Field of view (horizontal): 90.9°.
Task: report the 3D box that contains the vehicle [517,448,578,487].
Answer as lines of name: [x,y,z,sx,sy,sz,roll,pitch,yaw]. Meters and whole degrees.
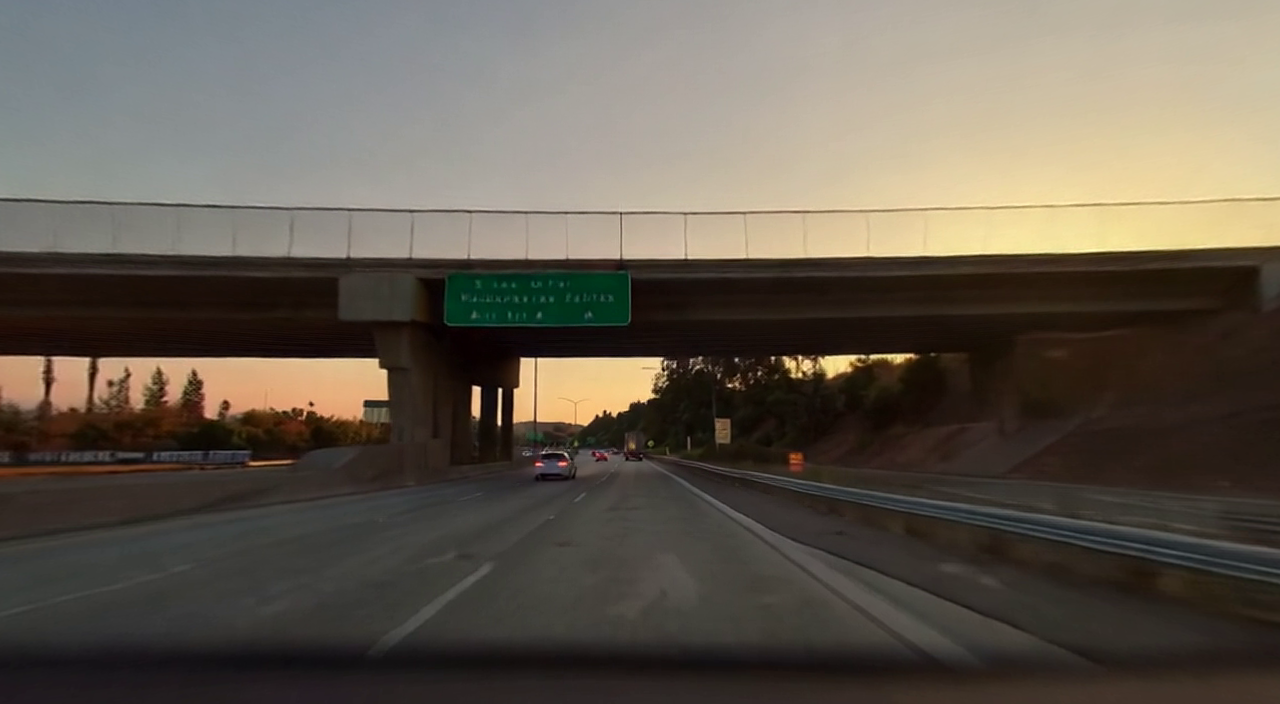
vehicle: [-4.044,5.115,28.217,2.070,1.564,4.145,0,-9,0]
